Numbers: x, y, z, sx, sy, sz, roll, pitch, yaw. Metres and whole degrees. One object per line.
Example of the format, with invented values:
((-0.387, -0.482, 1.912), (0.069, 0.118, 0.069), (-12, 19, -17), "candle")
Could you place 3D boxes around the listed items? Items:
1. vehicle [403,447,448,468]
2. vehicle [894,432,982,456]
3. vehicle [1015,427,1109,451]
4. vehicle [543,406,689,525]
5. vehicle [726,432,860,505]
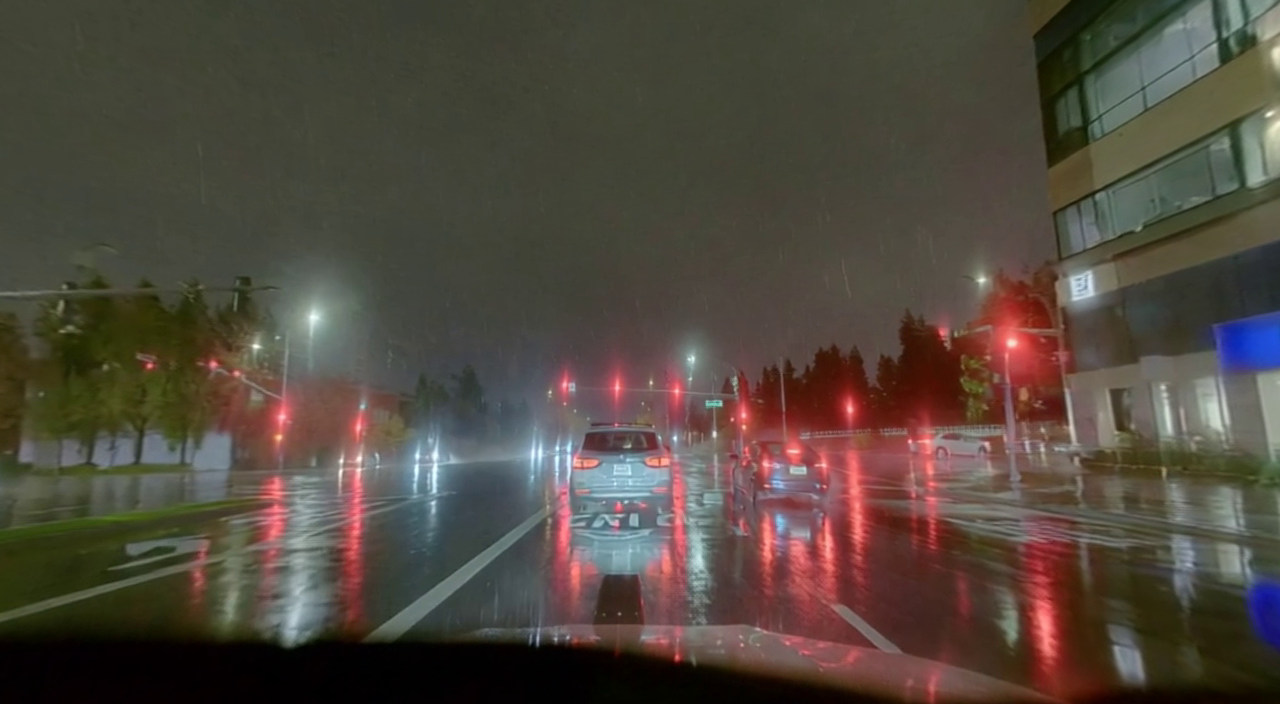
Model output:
((-16.245, 8.019, 48.126), (1.920, 1.461, 4.415), (0, -9, 0), "vehicle")
((19.516, 6.021, 41.459), (4.851, 1.517, 1.720), (0, -9, -3), "vehicle")
((27.621, 5.732, 41.424), (4.766, 1.462, 1.872), (0, -9, 0), "vehicle")
((-0.387, 2.130, 12.250), (2.313, 1.860, 4.319), (0, -9, 0), "vehicle")
((3.449, 2.724, 15.203), (2.080, 1.472, 4.401), (0, -9, 0), "vehicle")
